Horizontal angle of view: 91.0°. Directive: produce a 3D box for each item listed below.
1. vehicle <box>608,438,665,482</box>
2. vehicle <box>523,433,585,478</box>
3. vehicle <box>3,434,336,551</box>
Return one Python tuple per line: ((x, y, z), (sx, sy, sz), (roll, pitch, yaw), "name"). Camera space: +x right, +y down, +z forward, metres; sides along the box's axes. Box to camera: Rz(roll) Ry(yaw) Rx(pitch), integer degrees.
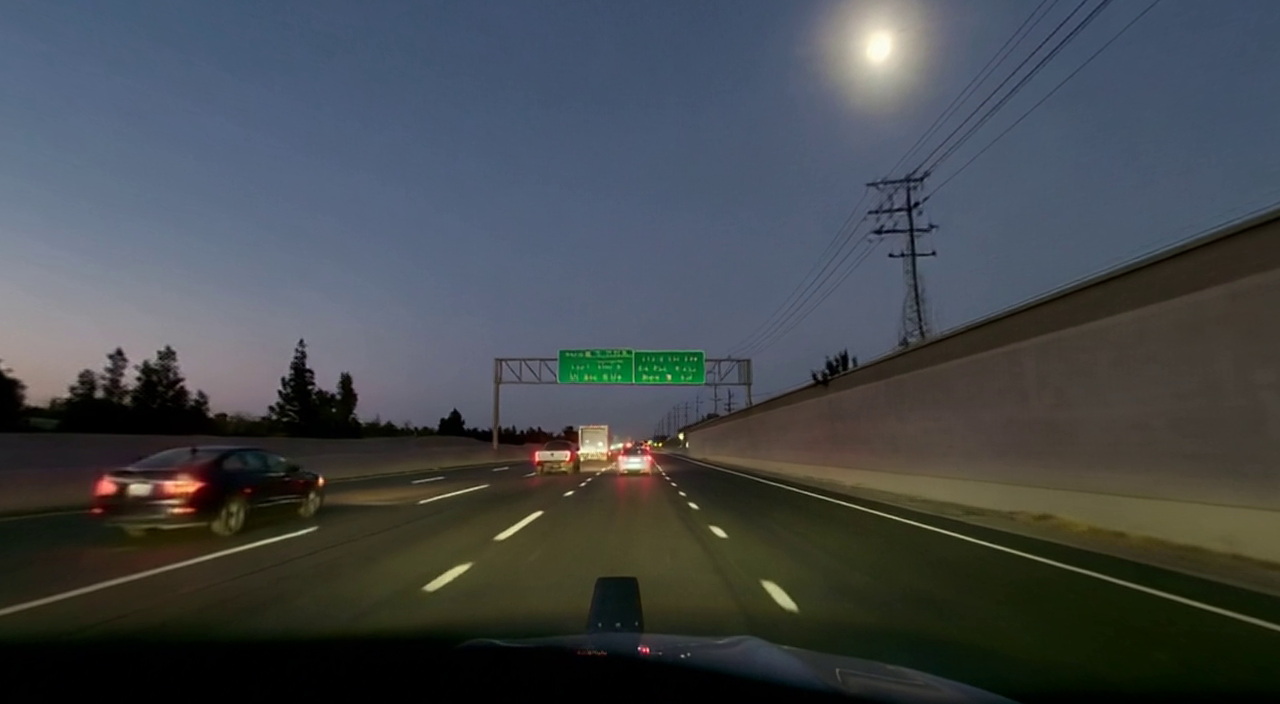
((-0.130, 4.449, 26.190), (2.178, 1.640, 4.071), (0, -9, 0), "vehicle")
((-3.779, 4.636, 28.475), (2.109, 1.840, 4.614), (0, -9, 1), "vehicle")
((-7.301, 2.194, 10.605), (2.025, 1.510, 4.582), (0, -9, 1), "vehicle")
